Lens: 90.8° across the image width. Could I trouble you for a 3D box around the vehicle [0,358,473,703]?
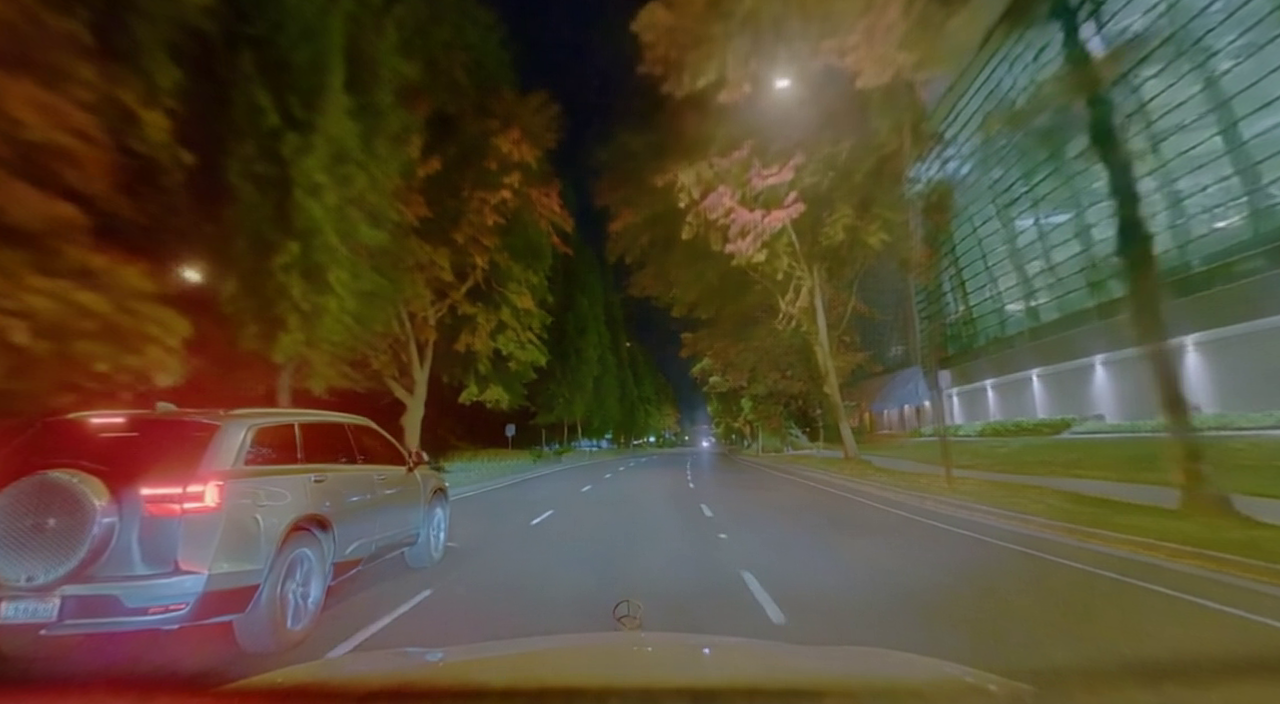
[{"bbox_3d":[-3.005,1.207,4.884,2.067,1.700,4.561,0,-8,2],"label":"vehicle"}]
